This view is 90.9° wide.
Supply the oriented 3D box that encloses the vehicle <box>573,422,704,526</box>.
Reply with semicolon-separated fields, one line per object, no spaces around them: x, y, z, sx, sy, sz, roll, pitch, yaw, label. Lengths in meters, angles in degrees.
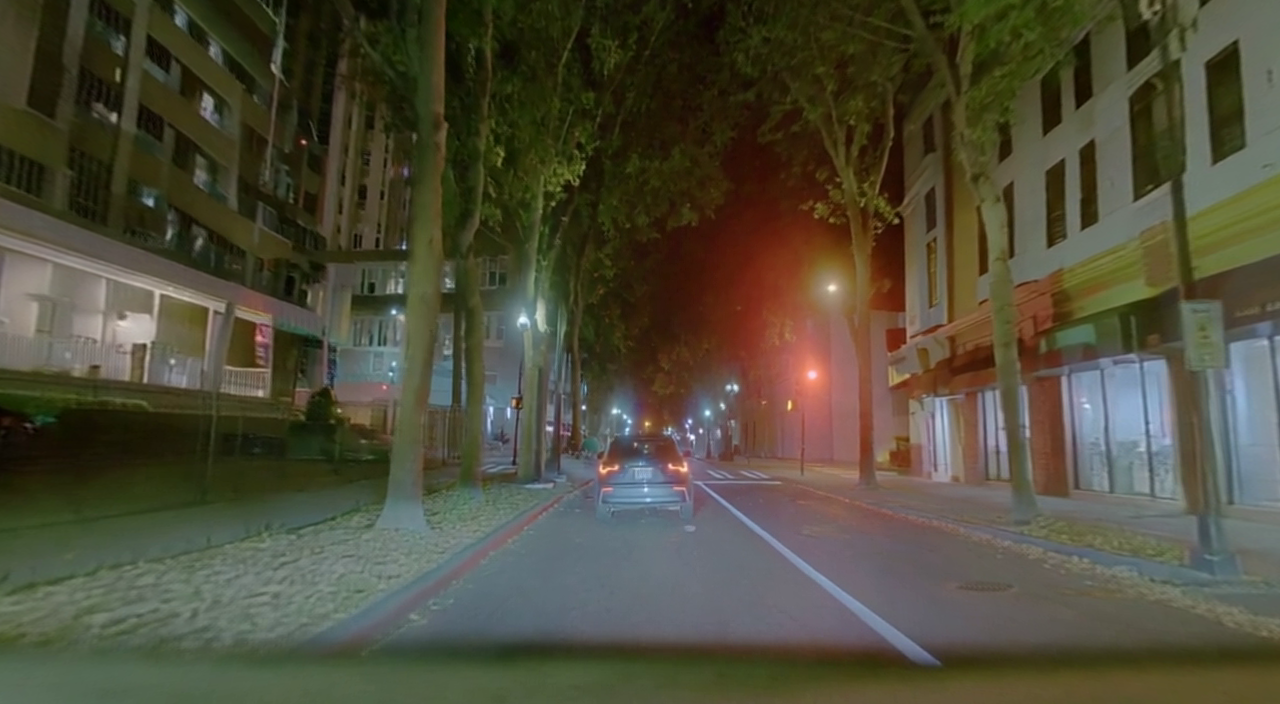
-0.073;2.219;11.966;2.079;1.621;3.861;0;-8;-1;vehicle
